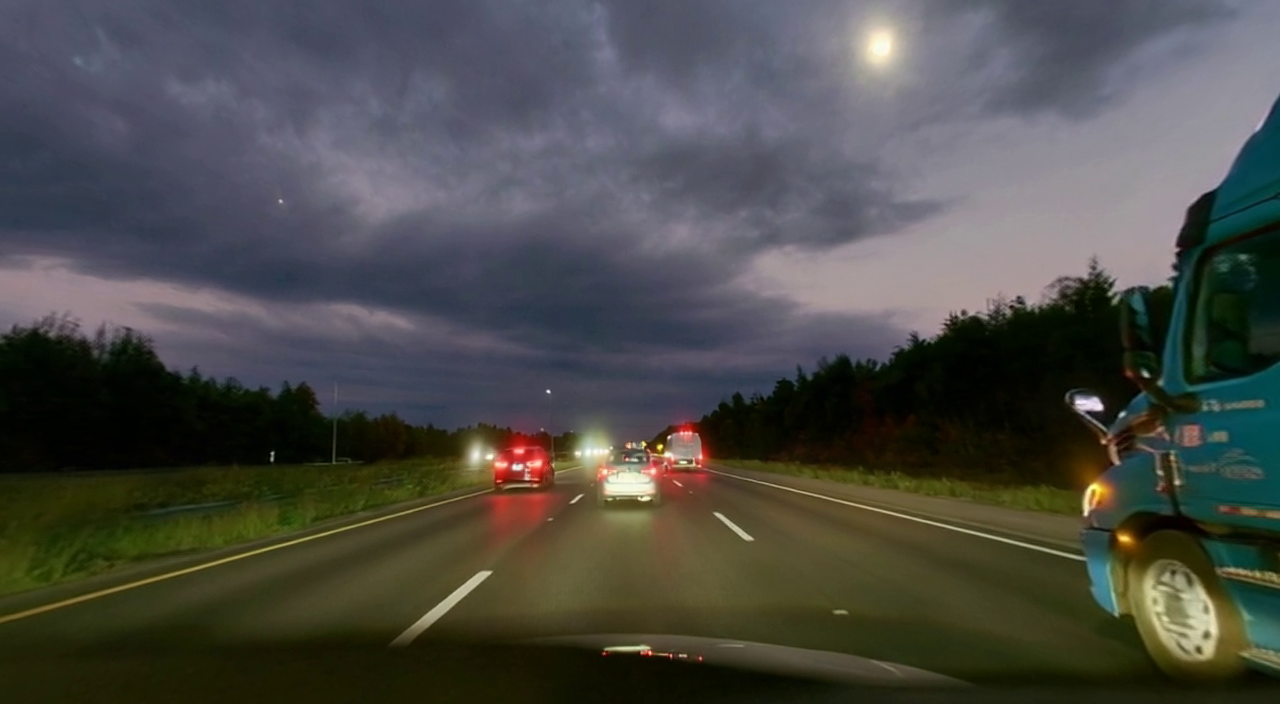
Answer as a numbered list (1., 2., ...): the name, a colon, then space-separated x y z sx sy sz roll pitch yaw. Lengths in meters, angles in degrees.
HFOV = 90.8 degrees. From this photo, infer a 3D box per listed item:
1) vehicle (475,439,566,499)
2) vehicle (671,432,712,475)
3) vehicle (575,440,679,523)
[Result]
1. vehicle: -3.702 3.716 20.382 1.985 1.671 4.604 0 -9 1
2. vehicle: 3.445 6.934 43.195 2.234 2.679 5.372 0 -9 -1
3. vehicle: -0.234 2.757 13.851 1.973 1.574 3.426 0 -9 0
